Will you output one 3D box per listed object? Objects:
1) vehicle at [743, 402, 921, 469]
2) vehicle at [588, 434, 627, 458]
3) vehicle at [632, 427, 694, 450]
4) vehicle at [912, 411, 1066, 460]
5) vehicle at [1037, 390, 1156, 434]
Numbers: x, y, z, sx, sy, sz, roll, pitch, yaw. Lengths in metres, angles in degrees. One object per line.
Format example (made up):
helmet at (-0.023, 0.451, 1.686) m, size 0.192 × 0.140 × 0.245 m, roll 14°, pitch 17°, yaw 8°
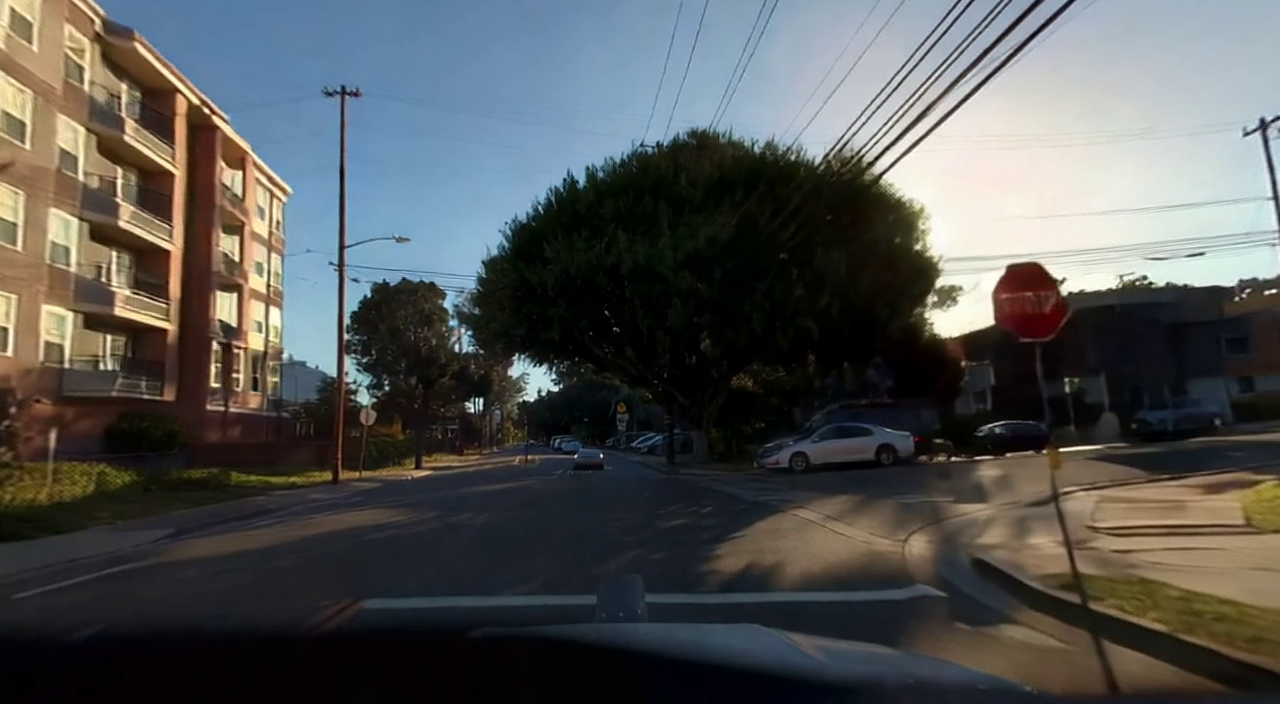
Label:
vehicle at (5.635, 2.598, 19.217) m, size 4.790 × 1.872 × 2.155 m, roll -1°, pitch -11°, yaw 7°
vehicle at (-2.174, 6.236, 41.768) m, size 1.918 × 1.475 × 4.060 m, roll 2°, pitch -9°, yaw -12°
vehicle at (1.739, 6.599, 48.302) m, size 4.424 × 1.645 × 1.820 m, roll 2°, pitch -9°, yaw -14°
vehicle at (12.998, 3.140, 23.649) m, size 4.830 × 1.490 × 1.878 m, roll -2°, pitch -9°, yaw -11°
vehicle at (22.037, 2.980, 30.762) m, size 1.976 × 1.876 × 4.405 m, roll 1°, pitch -9°, yaw -10°
